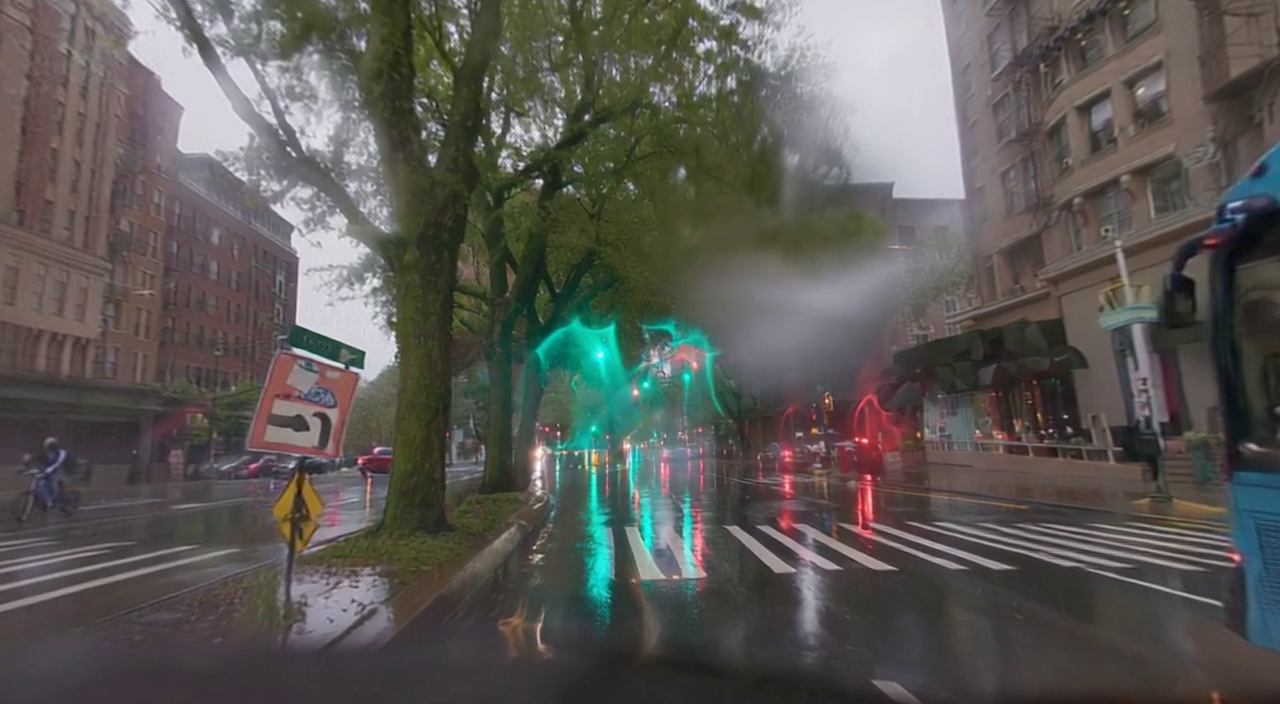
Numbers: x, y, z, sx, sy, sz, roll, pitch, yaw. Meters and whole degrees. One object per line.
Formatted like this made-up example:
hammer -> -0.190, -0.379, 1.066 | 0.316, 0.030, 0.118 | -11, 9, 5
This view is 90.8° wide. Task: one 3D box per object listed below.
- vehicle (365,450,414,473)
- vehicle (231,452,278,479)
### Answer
vehicle -> -18.343, 7.993, 46.149 | 2.123, 1.544, 4.158 | 7, -11, -39
vehicle -> -28.804, 8.398, 47.116 | 2.199, 1.838, 4.222 | 6, -11, -40
